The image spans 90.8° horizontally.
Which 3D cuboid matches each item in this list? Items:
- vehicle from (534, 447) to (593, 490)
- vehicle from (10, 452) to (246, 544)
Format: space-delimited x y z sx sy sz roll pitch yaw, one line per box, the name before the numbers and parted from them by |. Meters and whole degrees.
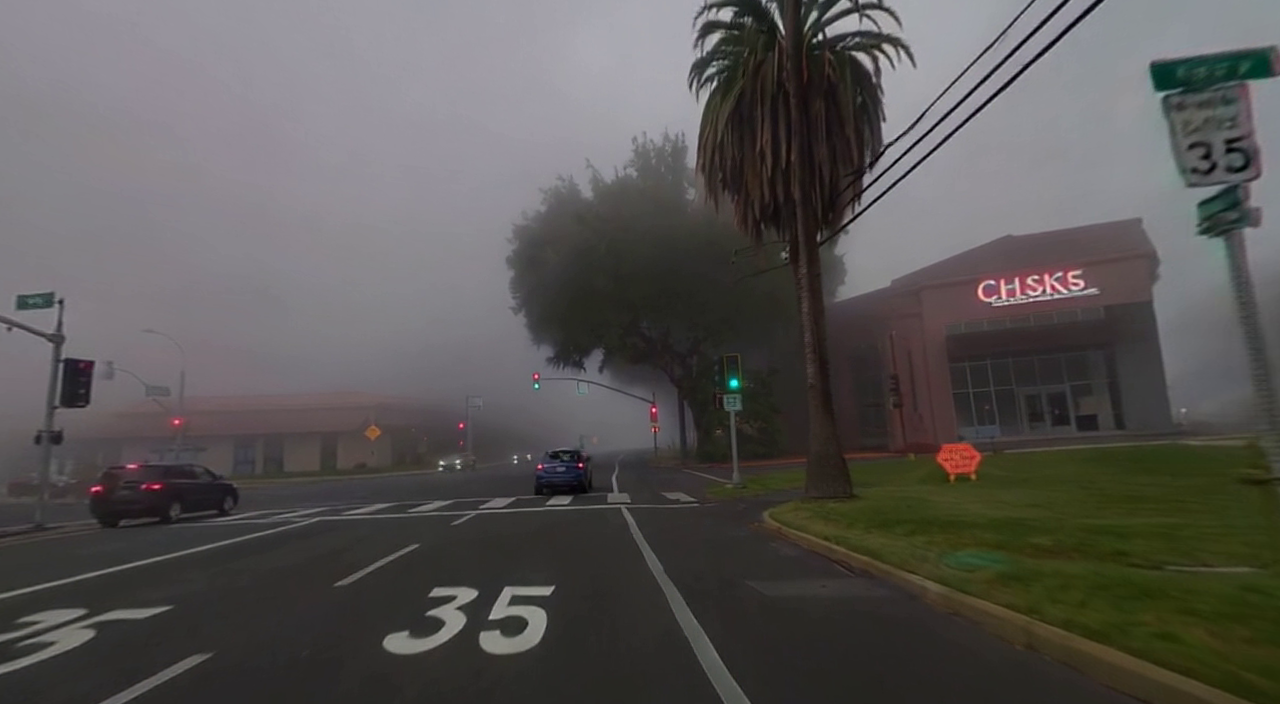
vehicle | -2.867 4.457 24.614 2.063 1.474 4.334 0 -9 -4
vehicle | -12.147 3.415 15.570 2.050 1.811 4.752 0 -9 -4
